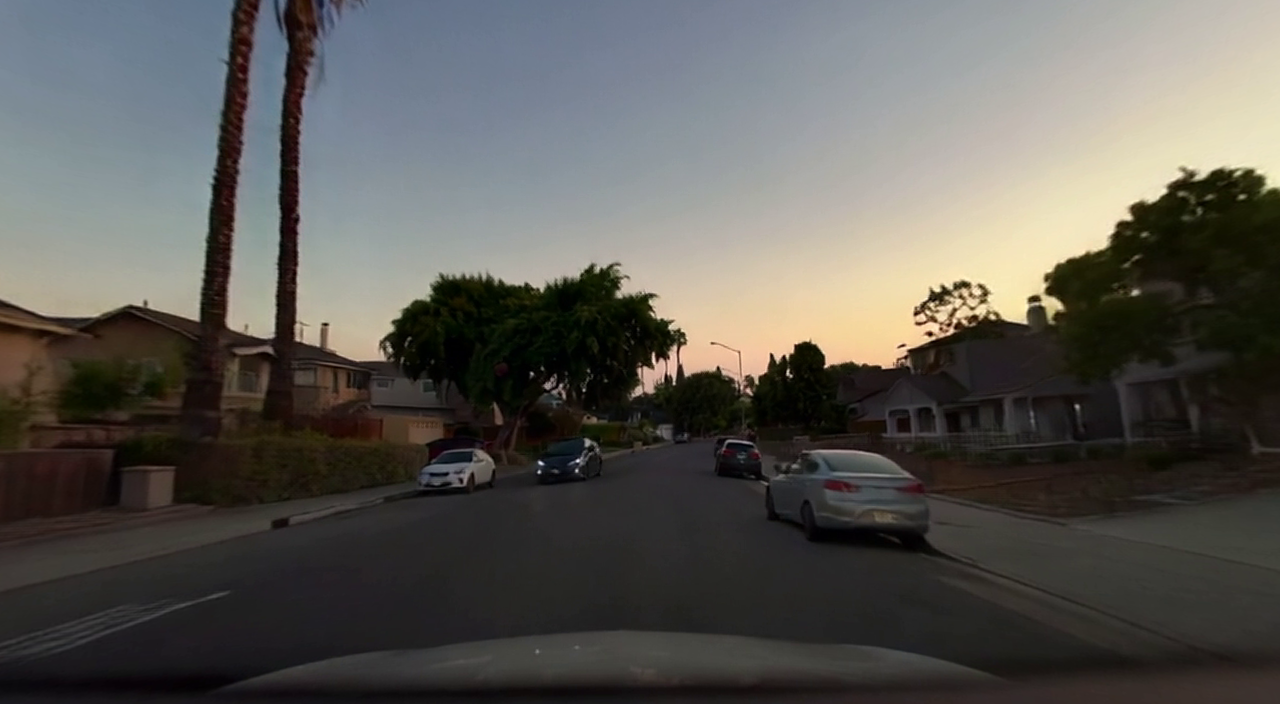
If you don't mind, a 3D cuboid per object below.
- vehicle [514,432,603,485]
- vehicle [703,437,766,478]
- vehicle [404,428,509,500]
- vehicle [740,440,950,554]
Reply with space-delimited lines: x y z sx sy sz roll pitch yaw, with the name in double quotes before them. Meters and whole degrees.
"vehicle" -2.924 4.012 23.921 2.305 1.781 4.834 -1 -9 6
"vehicle" 3.705 4.221 25.400 2.045 1.519 4.231 -1 -9 2
"vehicle" -6.661 4.307 23.529 2.053 1.713 4.850 -3 -21 5
"vehicle" 3.028 2.215 10.380 1.942 1.465 4.123 0 -9 -2
